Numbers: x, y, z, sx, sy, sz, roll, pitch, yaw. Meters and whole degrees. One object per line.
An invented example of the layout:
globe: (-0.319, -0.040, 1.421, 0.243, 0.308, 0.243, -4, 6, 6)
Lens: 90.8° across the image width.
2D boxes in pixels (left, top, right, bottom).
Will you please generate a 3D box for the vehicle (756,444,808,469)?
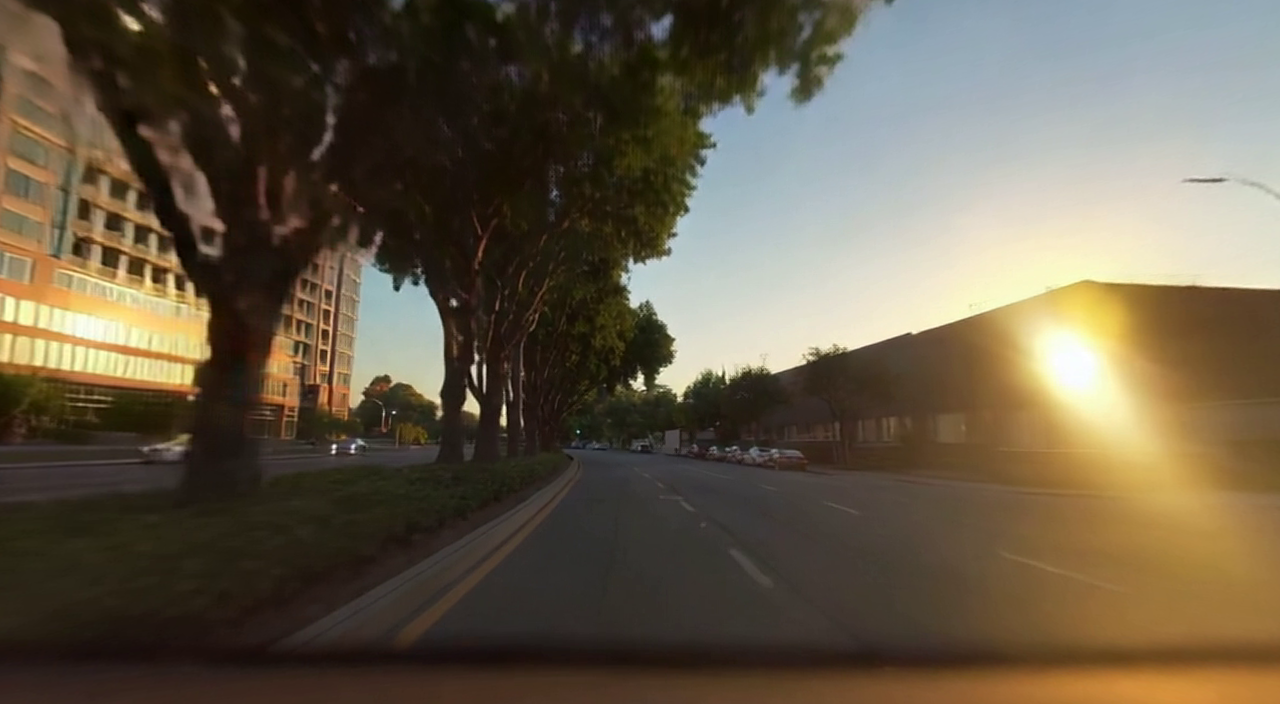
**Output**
vehicle: (8.967, 6.639, 40.295, 1.907, 1.524, 4.381, 1, -9, -6)

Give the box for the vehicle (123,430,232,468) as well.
vehicle: (-19.416, 4.097, 26.779, 1.822, 1.453, 4.053, 1, -9, -5)

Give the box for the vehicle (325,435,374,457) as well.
vehicle: (-21.288, 6.895, 46.462, 1.938, 1.524, 4.107, 1, -9, -5)
